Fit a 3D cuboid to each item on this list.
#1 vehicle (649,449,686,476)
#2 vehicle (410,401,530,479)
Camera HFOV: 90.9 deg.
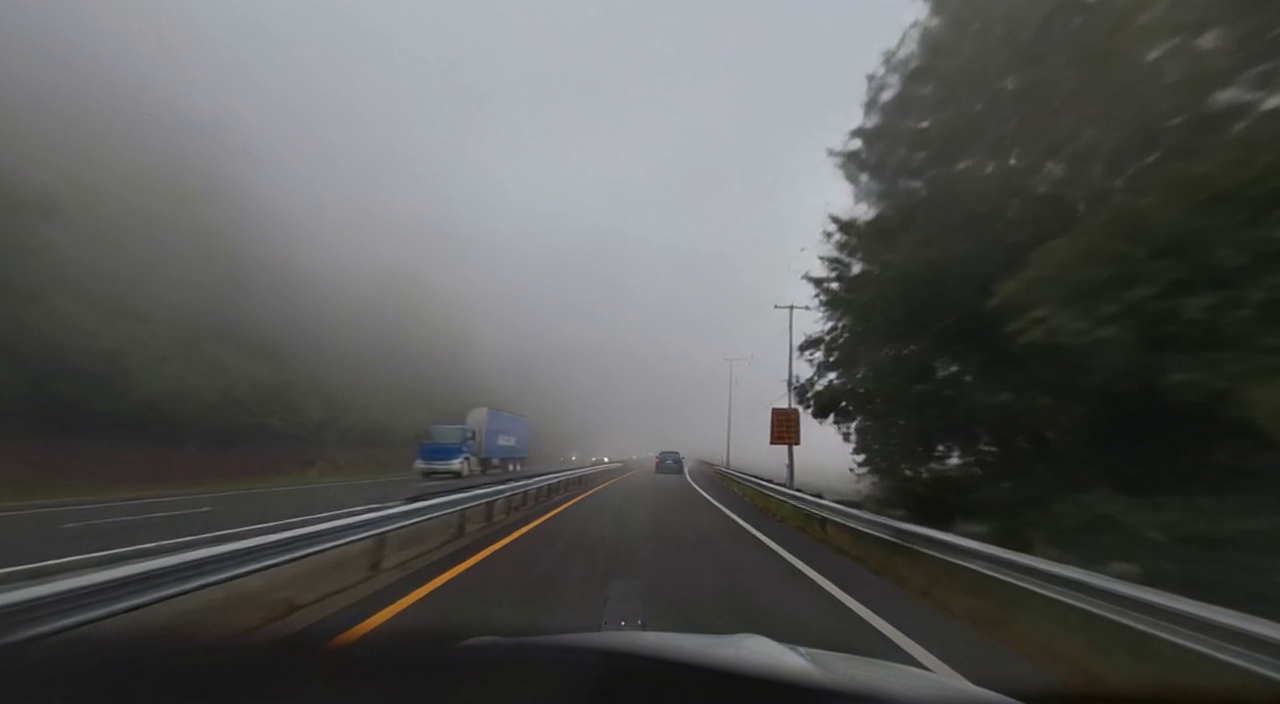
[{"bbox_3d":[1.626,6.527,37.356,2.080,1.486,3.813,-1,-9,3],"label":"vehicle"},{"bbox_3d":[-9.293,5.198,36.436,3.005,3.782,10.956,-1,-9,5],"label":"vehicle"}]
